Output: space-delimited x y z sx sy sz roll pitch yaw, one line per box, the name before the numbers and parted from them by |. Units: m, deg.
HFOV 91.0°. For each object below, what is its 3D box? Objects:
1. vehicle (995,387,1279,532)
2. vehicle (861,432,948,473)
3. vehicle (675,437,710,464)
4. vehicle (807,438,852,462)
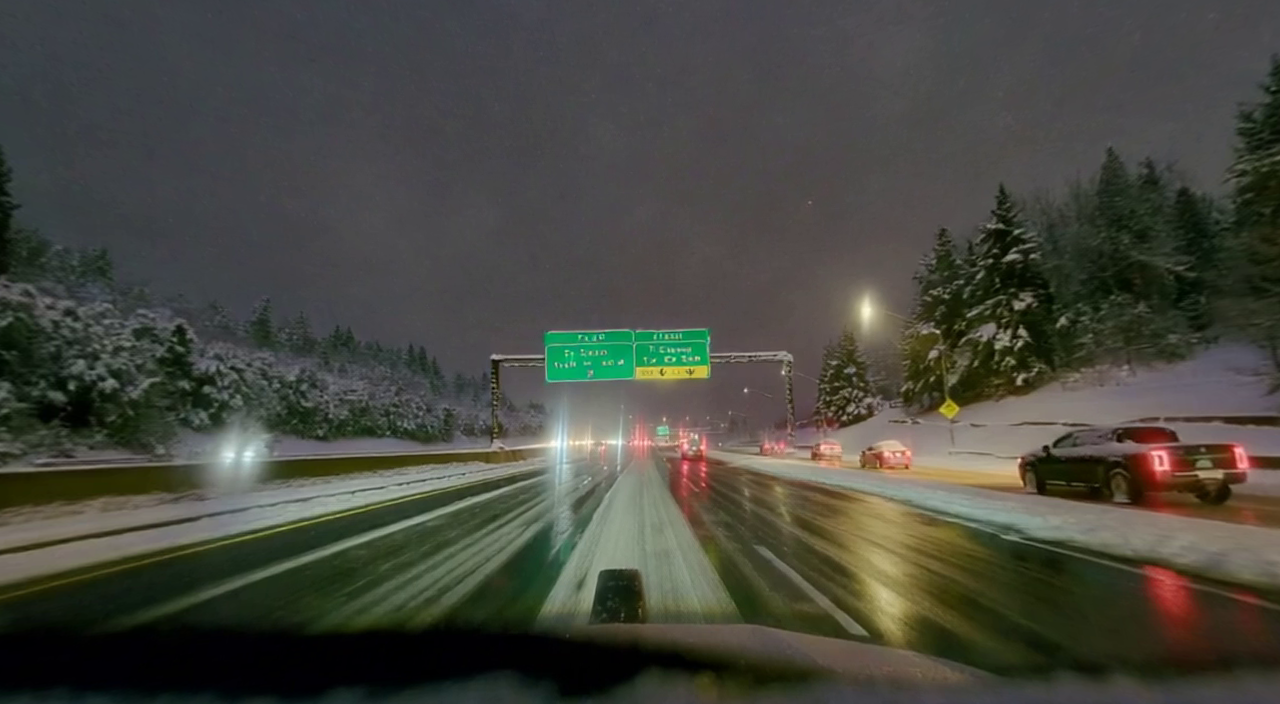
vehicle | 10.073 2.075 12.599 2.442 2.140 6.462 0 -9 3
vehicle | 12.342 4.761 29.820 2.116 1.754 4.727 0 -9 1
vehicle | 3.697 7.062 45.266 2.147 1.794 4.538 0 -9 0
vehicle | 14.082 7.331 47.043 2.020 1.707 4.424 0 -9 1
